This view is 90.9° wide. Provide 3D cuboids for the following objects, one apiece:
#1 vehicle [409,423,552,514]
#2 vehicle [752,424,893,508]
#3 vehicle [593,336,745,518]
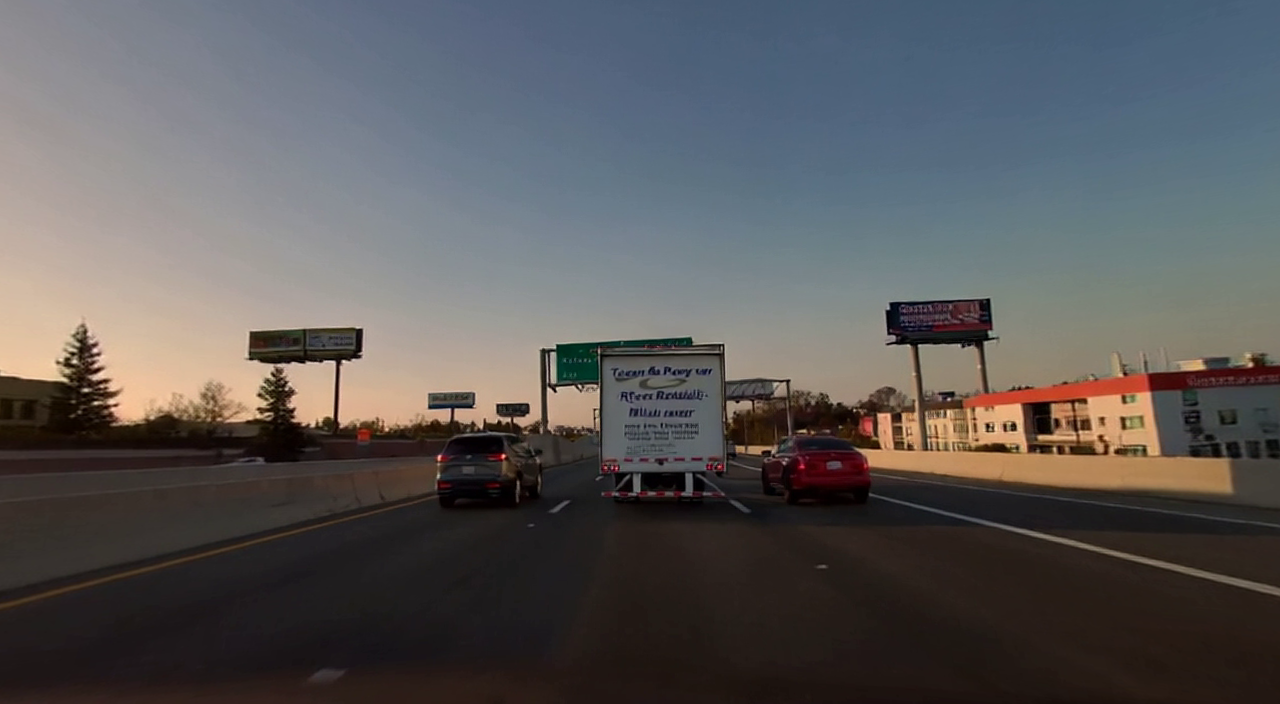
[{"bbox_3d":[-3.443,2.604,14.662,2.030,1.757,4.509,-1,-8,2],"label":"vehicle"},{"bbox_3d":[4.136,2.649,15.141,2.066,1.692,4.339,0,-8,0],"label":"vehicle"},{"bbox_3d":[0.593,1.955,15.813,2.733,3.296,8.571,0,-8,1],"label":"vehicle"}]
